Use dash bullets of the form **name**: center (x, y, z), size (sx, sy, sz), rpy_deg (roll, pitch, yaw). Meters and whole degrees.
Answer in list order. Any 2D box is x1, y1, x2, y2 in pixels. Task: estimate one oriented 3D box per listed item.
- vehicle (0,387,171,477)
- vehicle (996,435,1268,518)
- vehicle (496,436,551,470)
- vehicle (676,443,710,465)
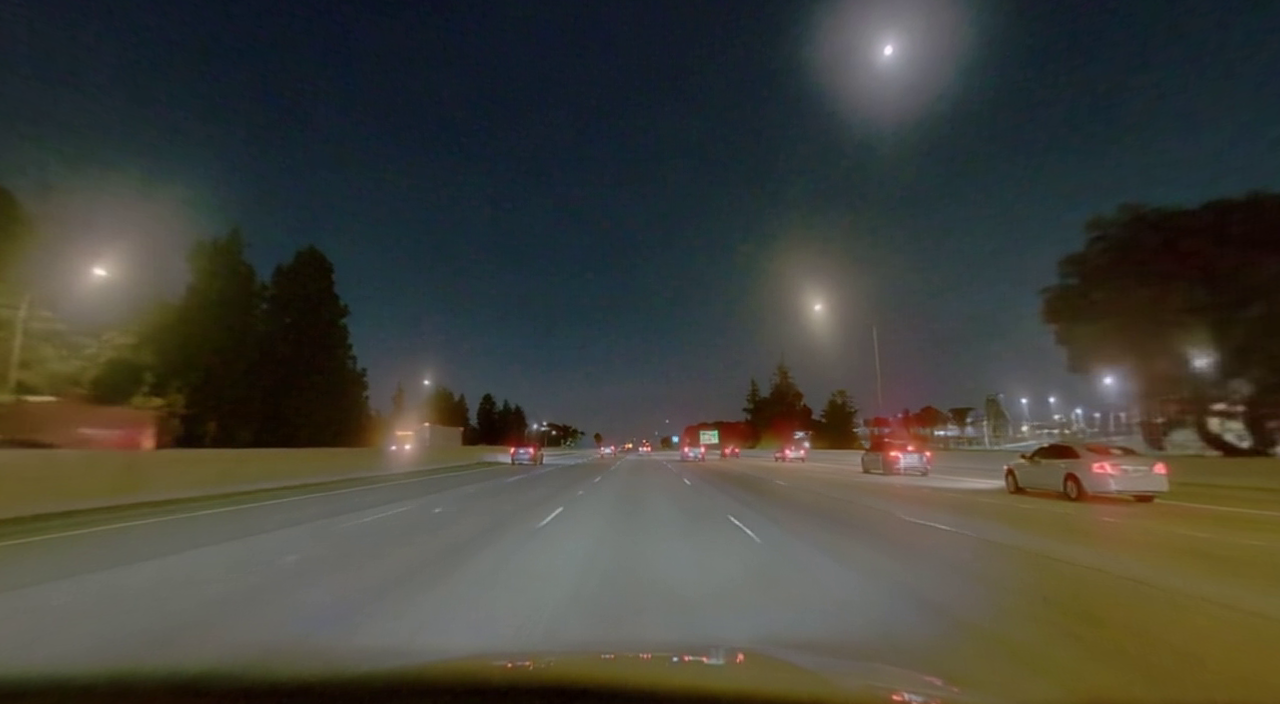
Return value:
- **vehicle**: center (-25.118, 3.453, 26.500), size (3.221, 3.300, 9.553), rpy_deg (0, -9, 0)
- **vehicle**: center (10.185, 2.583, 13.669), size (1.979, 1.467, 4.839), rpy_deg (0, -9, 0)
- **vehicle**: center (-6.368, 5.574, 34.806), size (2.091, 1.746, 4.437), rpy_deg (0, -9, 1)
- **vehicle**: center (3.593, 6.987, 43.025), size (1.950, 1.453, 3.378), rpy_deg (0, -9, -1)
